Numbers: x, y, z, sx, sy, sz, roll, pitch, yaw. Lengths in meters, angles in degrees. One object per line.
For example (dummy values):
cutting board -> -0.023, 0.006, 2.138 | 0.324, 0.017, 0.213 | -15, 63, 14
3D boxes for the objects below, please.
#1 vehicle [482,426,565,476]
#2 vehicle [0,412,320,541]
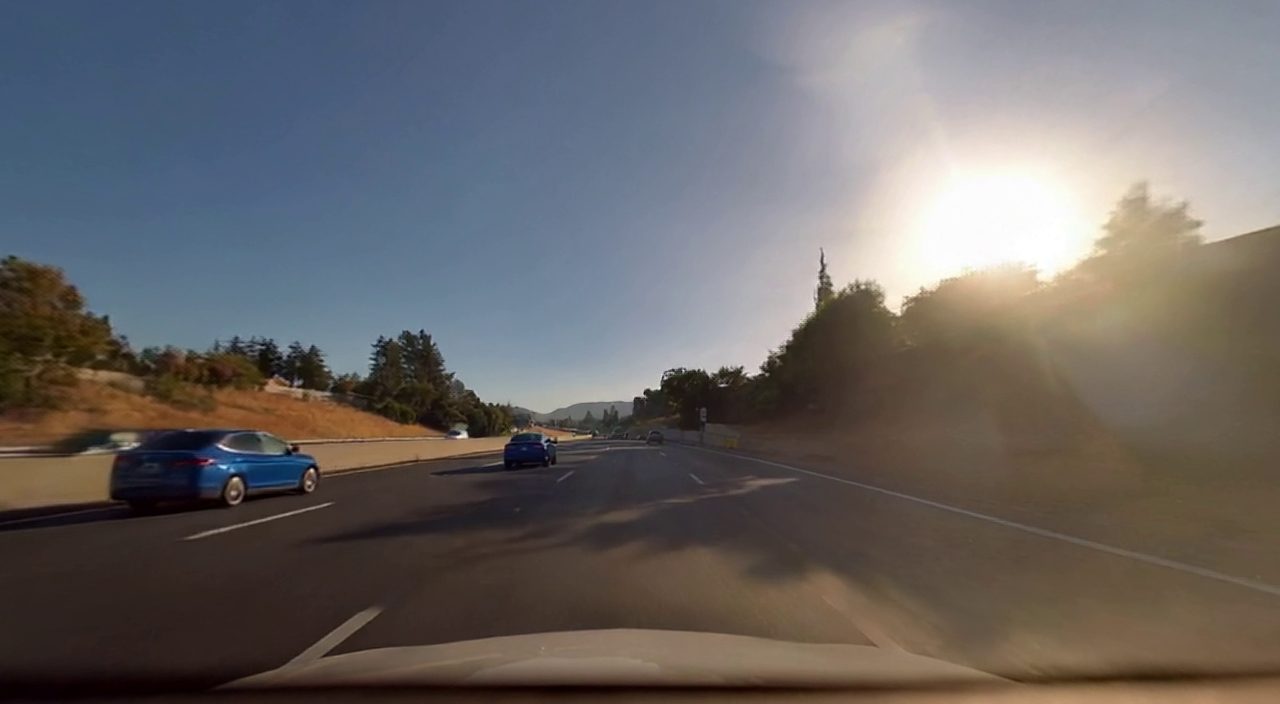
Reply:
vehicle -> -3.829, 3.314, 21.487 | 2.026, 1.517, 4.325 | 0, -7, 0
vehicle -> -7.261, 1.801, 9.965 | 1.983, 1.535, 4.652 | 0, -7, -1
